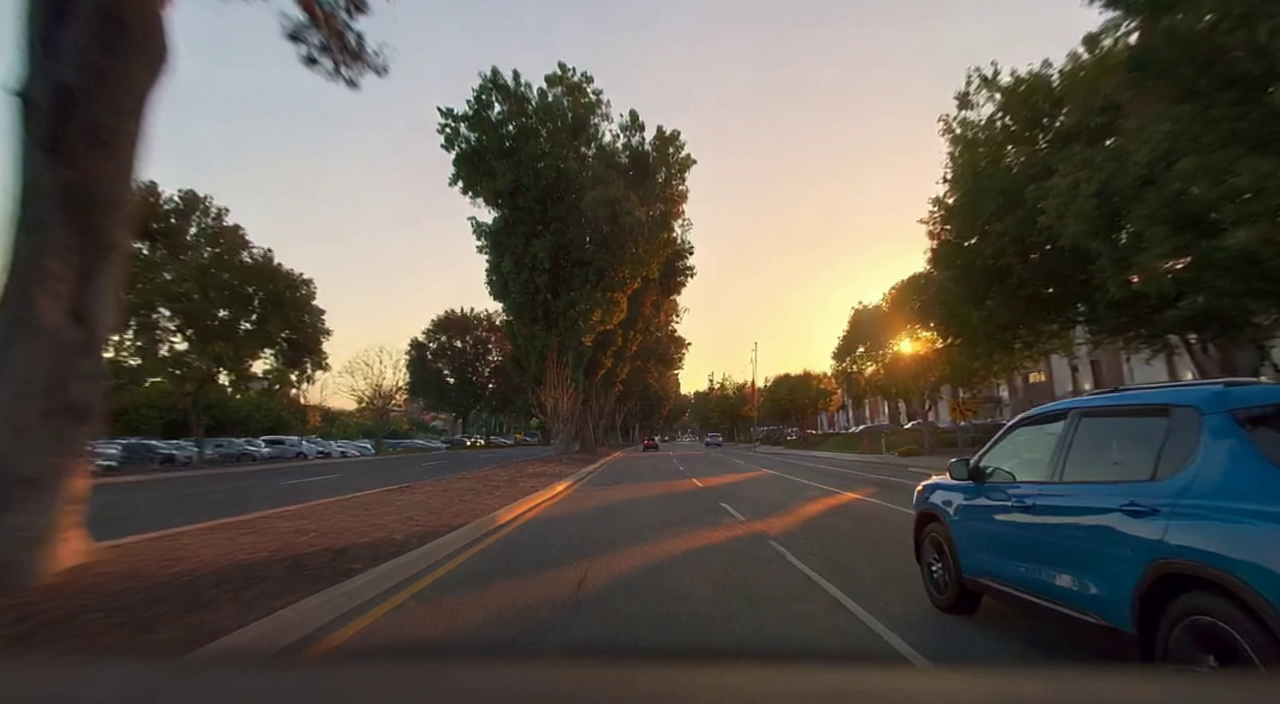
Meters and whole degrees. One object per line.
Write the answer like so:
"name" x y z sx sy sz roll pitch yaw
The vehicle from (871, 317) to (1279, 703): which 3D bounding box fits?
"vehicle" 3.071 0.916 3.287 2.060 1.665 4.284 0 -8 0
